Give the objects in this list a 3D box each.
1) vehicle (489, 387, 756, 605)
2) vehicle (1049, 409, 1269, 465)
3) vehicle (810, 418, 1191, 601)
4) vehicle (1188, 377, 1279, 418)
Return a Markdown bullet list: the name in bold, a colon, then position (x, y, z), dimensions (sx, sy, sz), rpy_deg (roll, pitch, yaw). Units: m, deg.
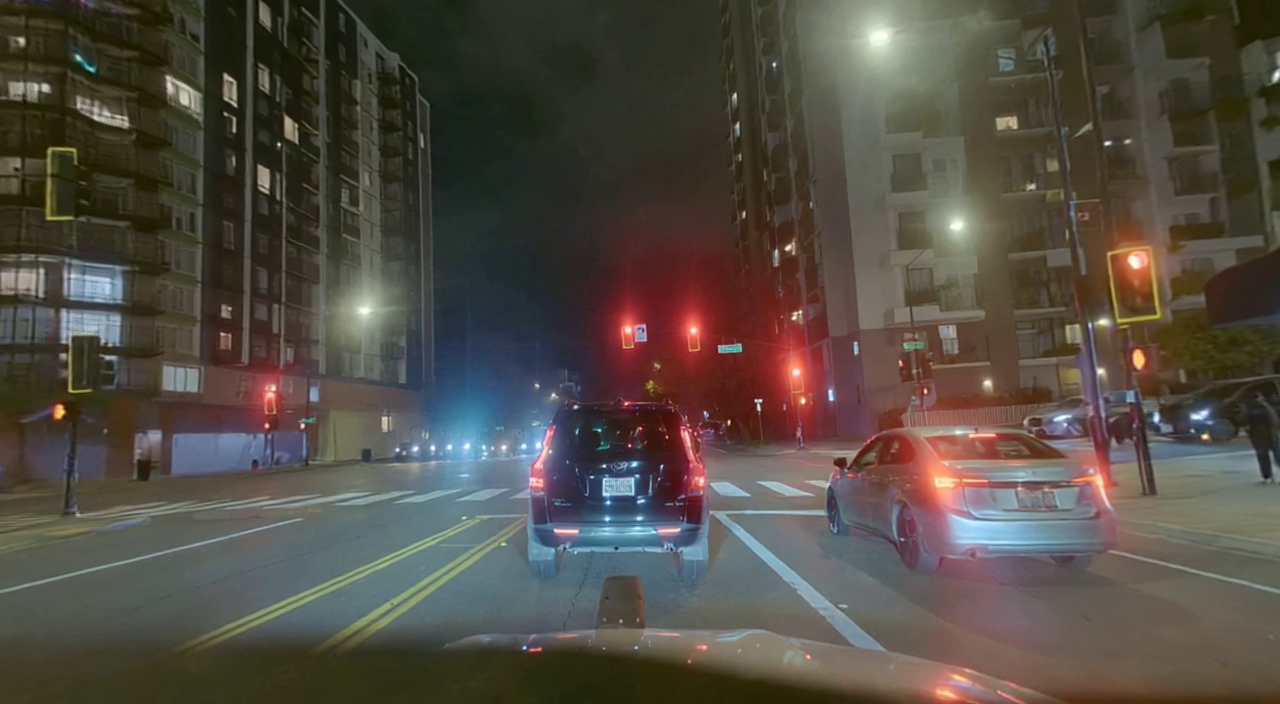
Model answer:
- **vehicle**: position (-0.137, 1.484, 7.318), dimensions (2.168, 1.776, 4.135), rpy_deg (0, -8, 0)
- **vehicle**: position (14.274, 2.382, 17.608), dimensions (4.354, 1.466, 1.863), rpy_deg (-1, -8, 2)
- **vehicle**: position (3.683, 1.677, 7.694), dimensions (1.987, 1.538, 4.510), rpy_deg (0, -8, 0)
- **vehicle**: position (26.590, 1.984, 27.167), dimensions (4.287, 1.639, 1.729), rpy_deg (0, -8, 1)
